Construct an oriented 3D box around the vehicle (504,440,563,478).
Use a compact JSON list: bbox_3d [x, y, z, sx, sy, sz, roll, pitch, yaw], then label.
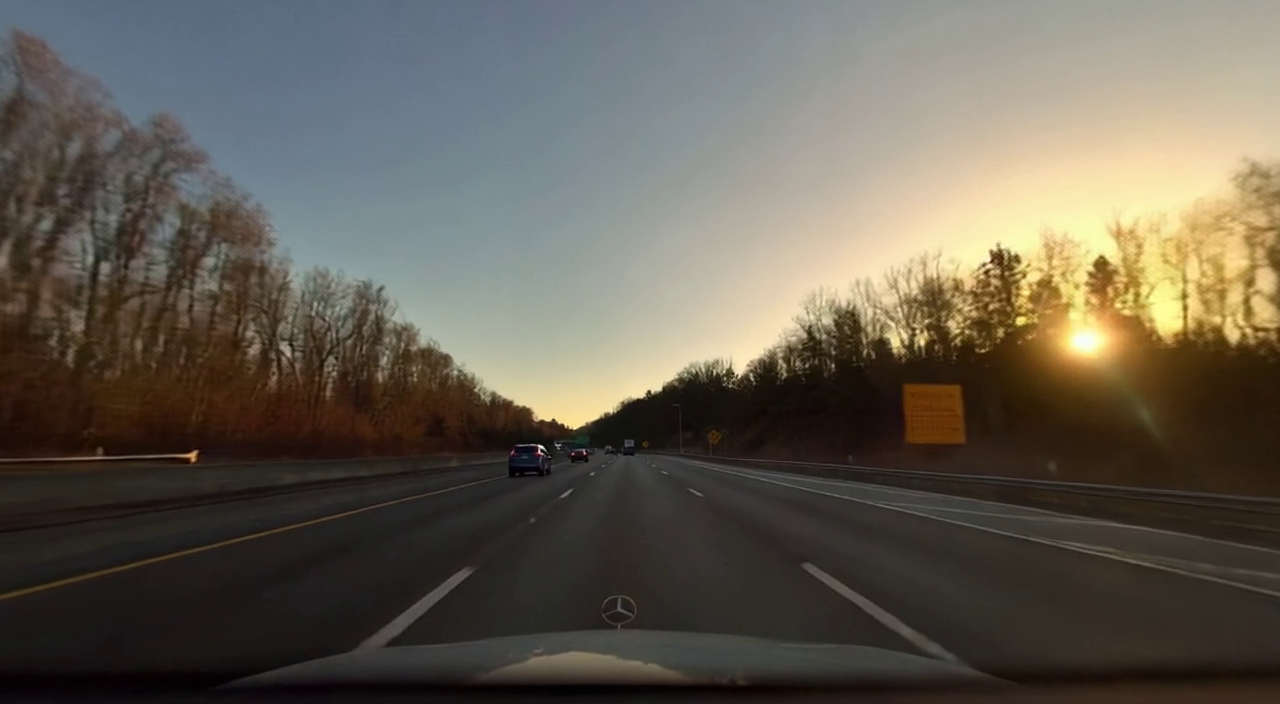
[{"bbox_3d":[-5.086,5.182,30.534,2.151,1.693,4.201,0,-9,-1],"label":"vehicle"}]
